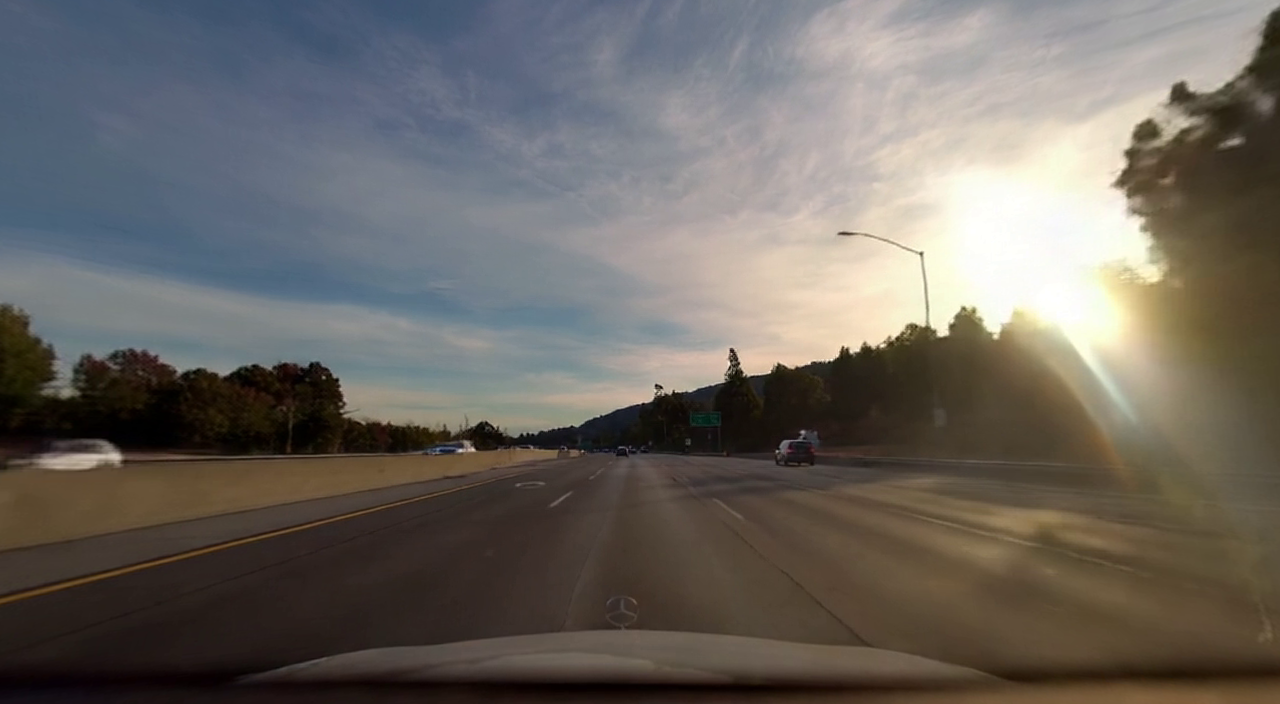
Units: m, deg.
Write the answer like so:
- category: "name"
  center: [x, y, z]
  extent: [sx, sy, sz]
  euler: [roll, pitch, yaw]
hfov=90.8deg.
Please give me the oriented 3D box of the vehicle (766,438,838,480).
- category: "vehicle"
  center: [7.038, 4.692, 27.889]
  extent: [2.081, 1.705, 3.926]
  euler: [0, -9, -1]

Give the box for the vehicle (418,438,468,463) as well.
- category: "vehicle"
  center: [-14.032, 7.074, 45.359]
  extent: [2.134, 1.624, 4.589]
  euler: [0, -9, 0]
